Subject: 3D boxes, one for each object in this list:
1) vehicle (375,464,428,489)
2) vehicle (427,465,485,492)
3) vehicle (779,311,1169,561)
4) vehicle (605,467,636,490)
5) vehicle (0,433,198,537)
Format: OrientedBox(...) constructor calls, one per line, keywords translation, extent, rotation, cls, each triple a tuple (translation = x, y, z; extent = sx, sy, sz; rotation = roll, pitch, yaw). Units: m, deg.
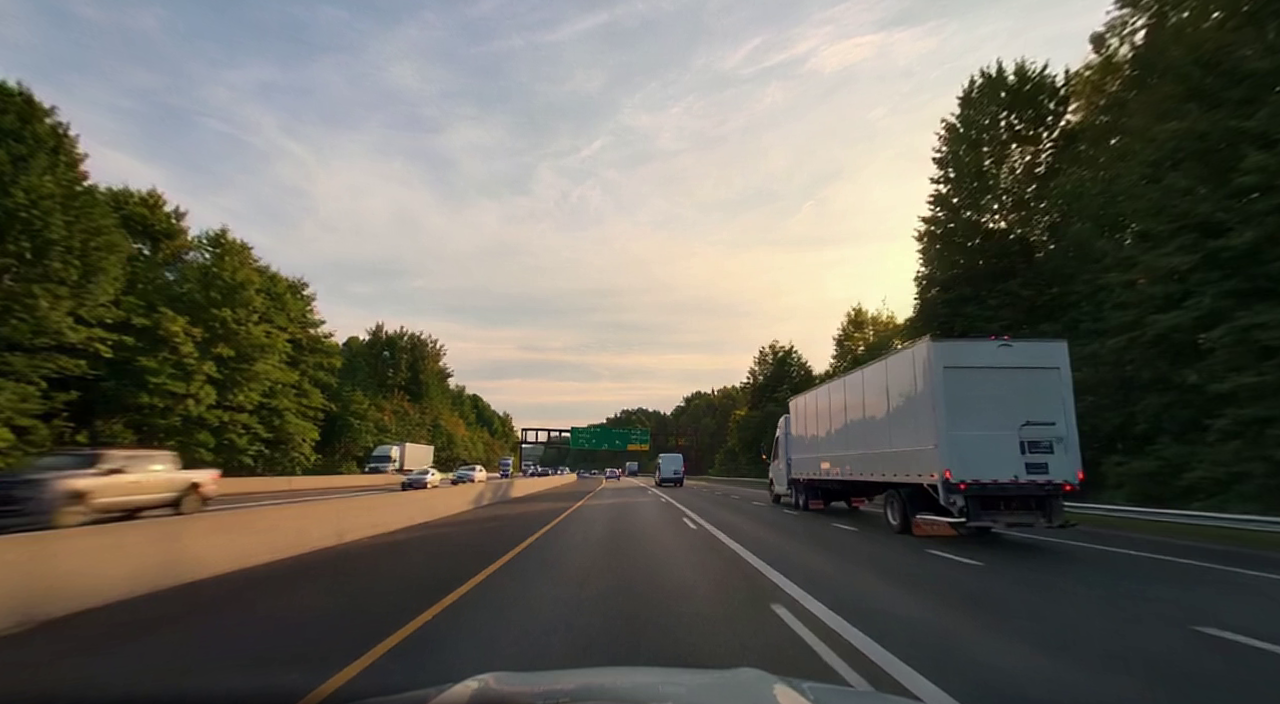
OrientedBox(translation=(-14.626, 7.664, 38.763), extent=(1.843, 1.455, 3.763), rotation=(1, -10, -1), cls="vehicle")
OrientedBox(translation=(-11.146, 7.690, 38.503), extent=(2.184, 1.496, 4.687), rotation=(1, -10, -1), cls="vehicle")
OrientedBox(translation=(7.037, 2.623, 17.540), extent=(2.866, 4.102, 14.351), rotation=(1, -10, -1), cls="vehicle")
OrientedBox(translation=(-1.403, 8.953, 44.657), extent=(2.106, 1.524, 4.381), rotation=(1, -10, -2), cls="vehicle")
OrientedBox(translation=(-10.876, 2.401, 11.650), extent=(2.007, 1.564, 4.585), rotation=(1, -10, 0), cls="vehicle")
